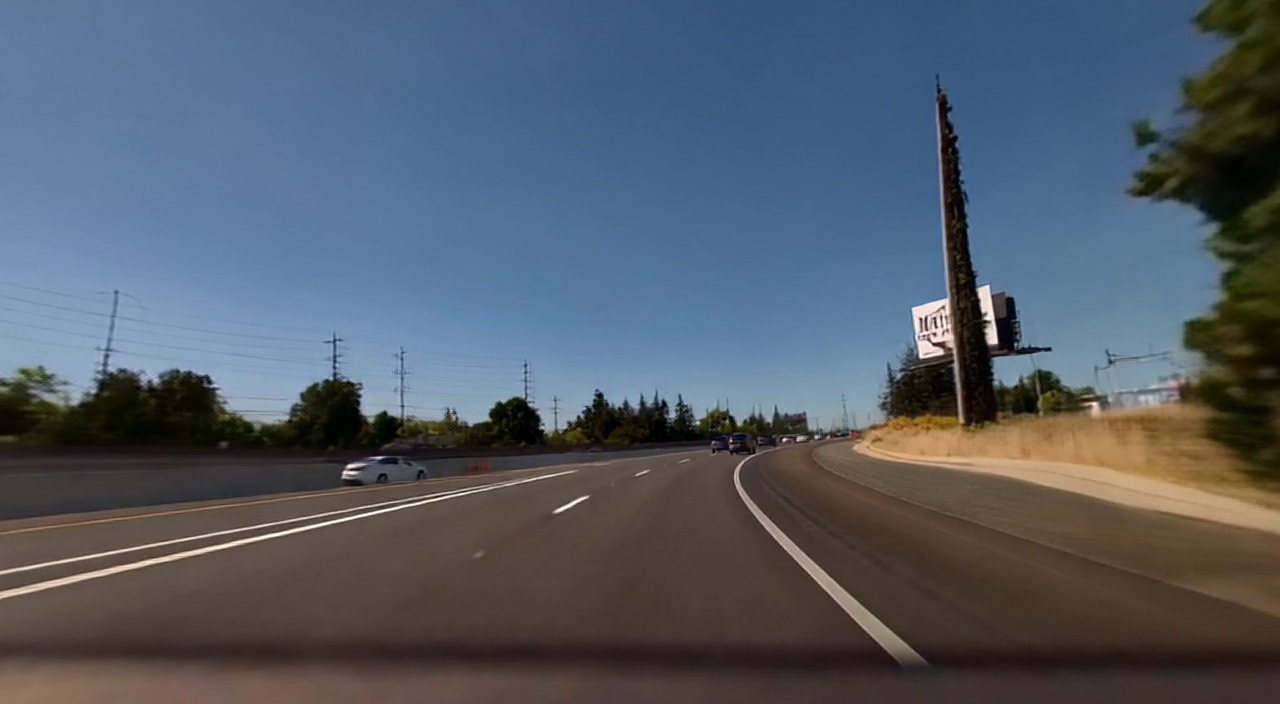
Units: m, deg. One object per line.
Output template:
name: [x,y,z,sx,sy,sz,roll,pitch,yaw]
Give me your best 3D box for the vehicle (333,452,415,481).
vehicle: [-17.067,7.334,40.495,2.145,1.717,4.448,-5,-10,26]
